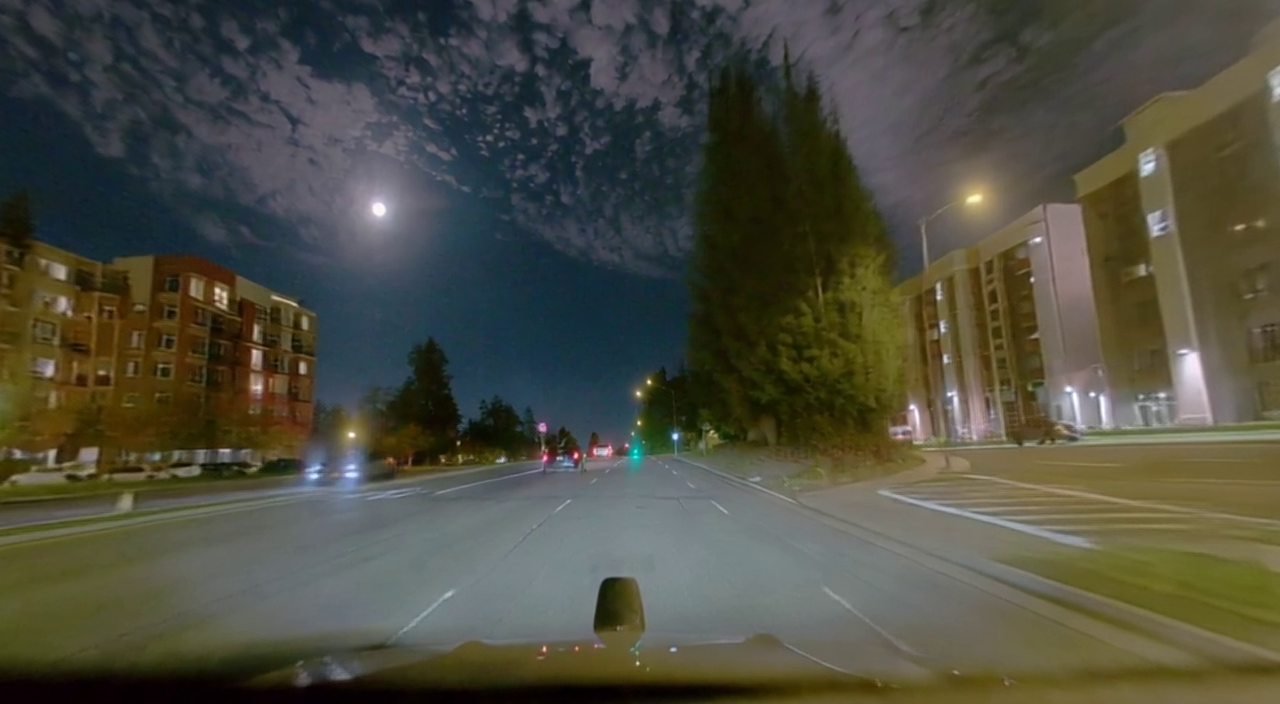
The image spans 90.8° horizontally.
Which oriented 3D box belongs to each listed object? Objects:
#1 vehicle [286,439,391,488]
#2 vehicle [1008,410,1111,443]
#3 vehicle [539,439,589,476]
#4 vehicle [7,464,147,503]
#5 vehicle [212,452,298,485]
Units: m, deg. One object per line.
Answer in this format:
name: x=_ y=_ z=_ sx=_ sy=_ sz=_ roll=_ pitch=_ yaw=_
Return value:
vehicle: x=-12.226 y=4.527 z=26.050 sx=2.071 sy=1.817 sz=4.634 roll=0 pitch=-8 yaw=-1
vehicle: x=25.098 y=4.566 z=38.148 sx=2.195 sy=1.814 sz=5.872 roll=-1 pitch=-8 yaw=0
vehicle: x=-3.803 y=5.359 z=32.253 sx=1.959 sy=1.741 sz=4.141 roll=-1 pitch=-8 yaw=1
vehicle: x=-26.304 y=6.116 z=29.685 sx=1.812 sy=1.507 sz=4.428 roll=-5 pitch=-10 yaw=30
vehicle: x=-23.163 y=7.008 z=38.265 sx=2.059 sy=1.783 sz=4.824 roll=-1 pitch=-8 yaw=1
